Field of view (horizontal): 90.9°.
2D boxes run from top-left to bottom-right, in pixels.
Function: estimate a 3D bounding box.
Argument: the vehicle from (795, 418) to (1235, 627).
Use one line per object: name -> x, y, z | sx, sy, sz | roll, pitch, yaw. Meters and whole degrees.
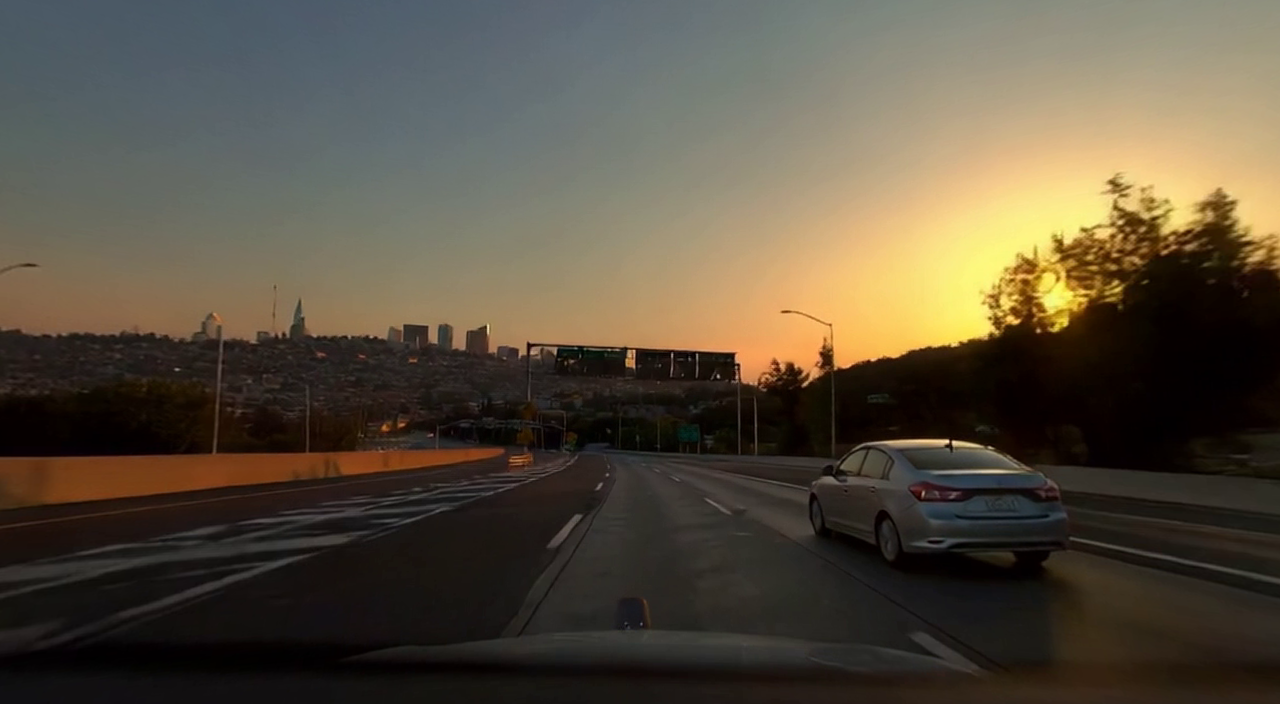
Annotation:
vehicle -> 3.458, 1.658, 7.238 | 2.104, 1.575, 4.698 | 0, -9, -1
